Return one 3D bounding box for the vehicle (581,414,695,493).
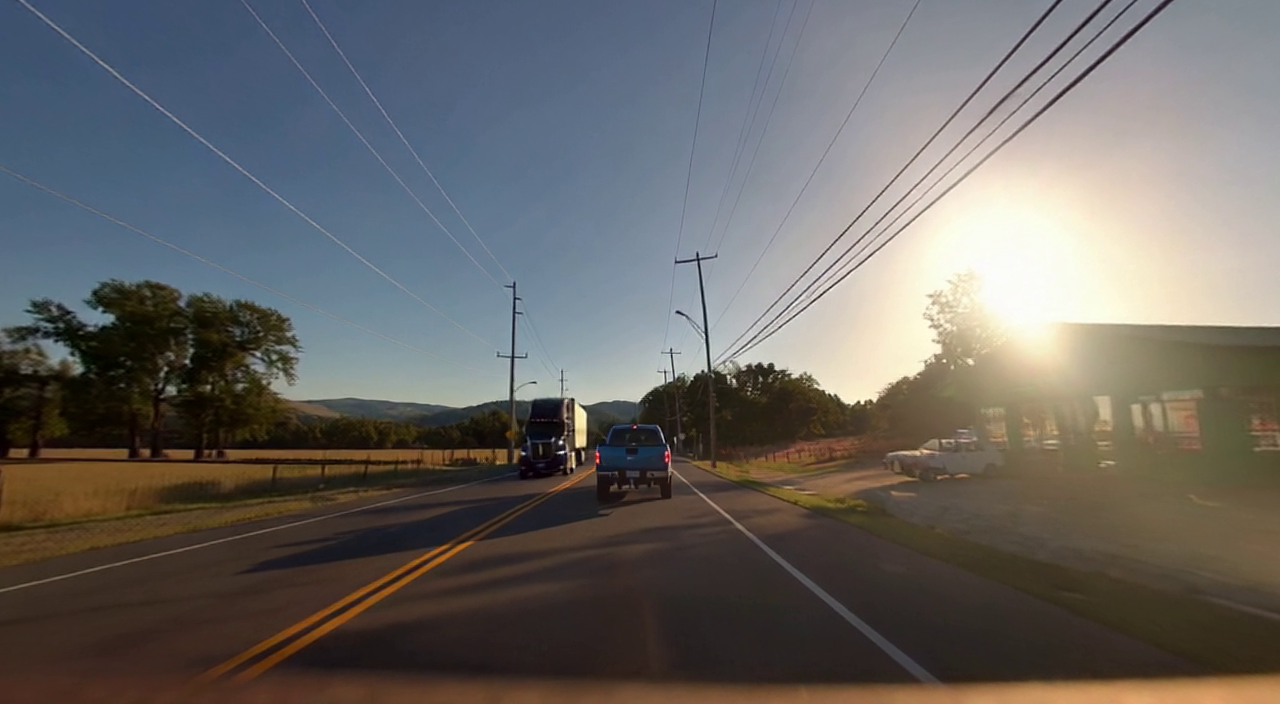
[{"bbox_3d":[-0.079,3.159,20.074,2.921,2.031,7.416,0,-8,0],"label":"vehicle"}]

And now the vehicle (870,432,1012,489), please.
[{"bbox_3d":[10.670,3.743,22.205,5.304,1.754,2.340,6,-11,-39],"label":"vehicle"}]

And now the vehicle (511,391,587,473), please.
[{"bbox_3d":[-4.789,4.469,34.938,3.063,3.986,7.883,0,-8,0],"label":"vehicle"}]
